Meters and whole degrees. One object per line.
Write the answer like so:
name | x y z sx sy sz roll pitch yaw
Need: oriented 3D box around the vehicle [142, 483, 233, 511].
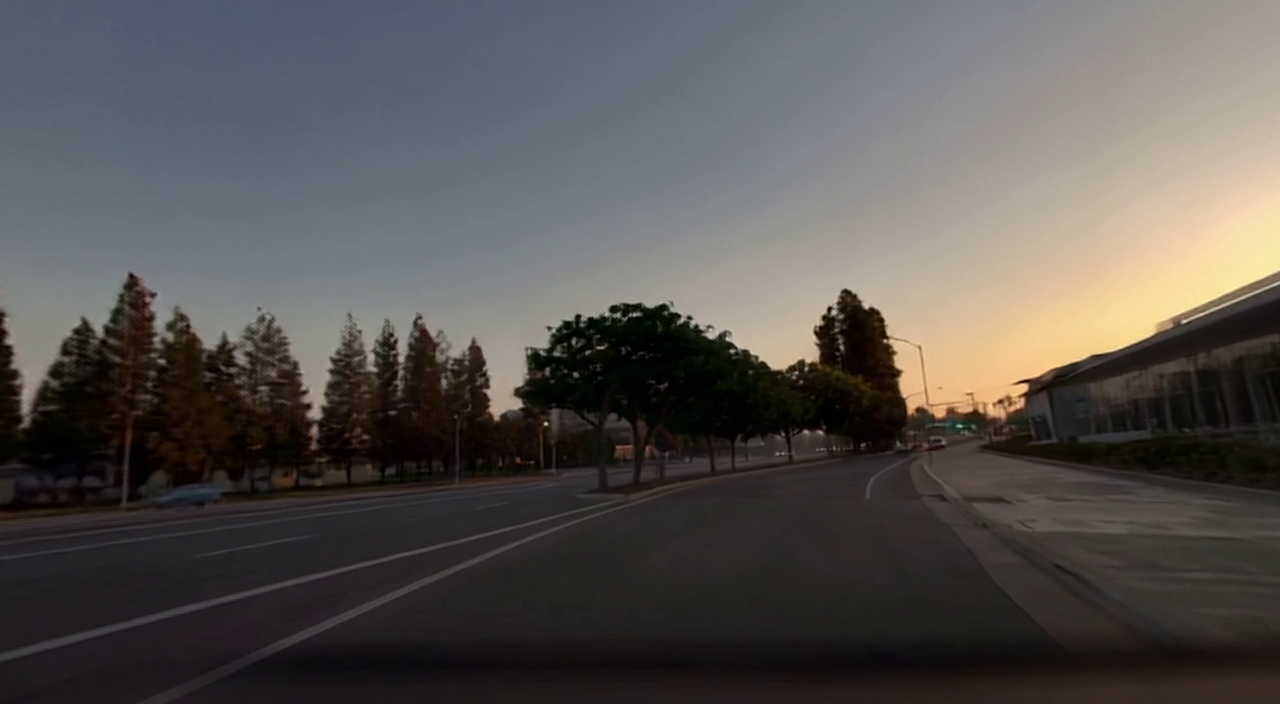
vehicle | -31.269 10.010 43.628 1.824 1.478 4.676 -4 -10 27
